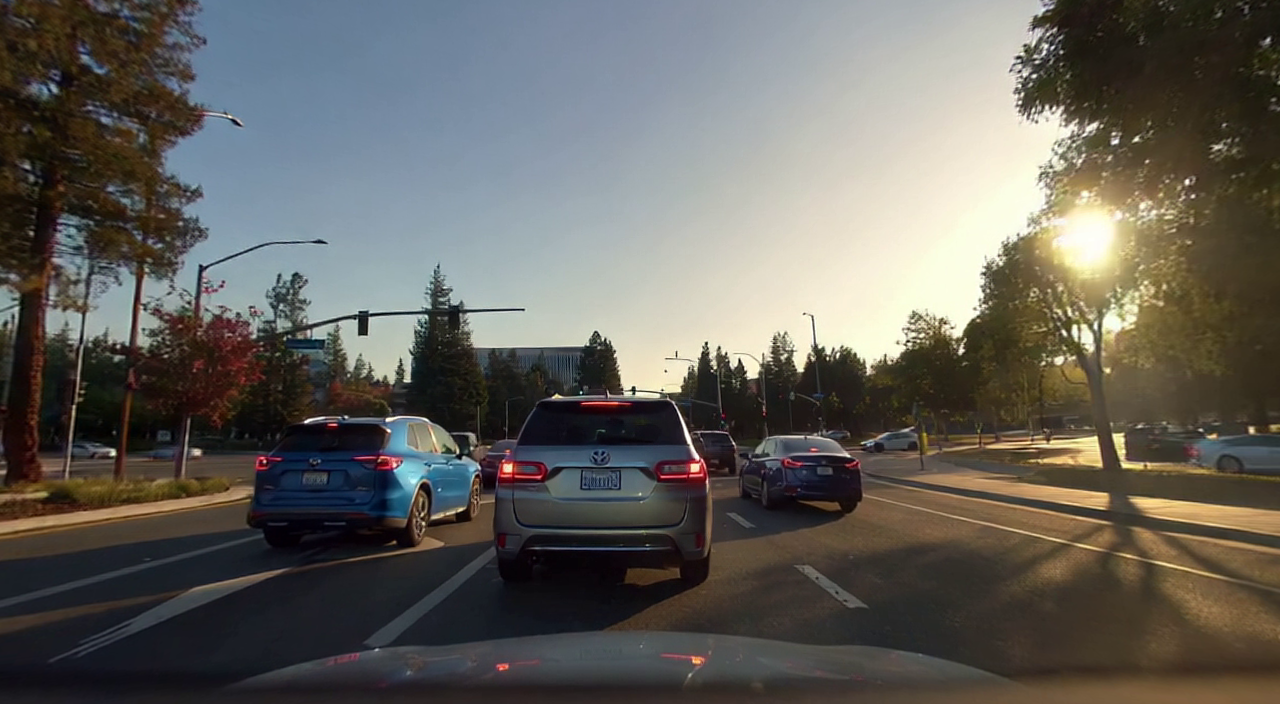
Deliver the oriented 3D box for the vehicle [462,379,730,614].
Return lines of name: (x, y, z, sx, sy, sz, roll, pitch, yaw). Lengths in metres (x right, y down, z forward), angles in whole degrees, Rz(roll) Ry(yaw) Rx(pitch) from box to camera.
vehicle: (-0.343, 1.434, 7.109, 2.064, 1.817, 4.298, 0, -8, 0)

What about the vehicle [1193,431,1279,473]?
vehicle: (23.748, 3.694, 23.466, 2.130, 1.483, 4.793, -1, -8, 4)

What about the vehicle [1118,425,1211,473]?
vehicle: (19.209, 3.535, 23.016, 4.215, 1.578, 1.892, 8, -11, -42)

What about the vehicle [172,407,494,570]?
vehicle: (-3.720, 1.747, 8.867, 2.160, 1.666, 4.583, 0, -8, 1)

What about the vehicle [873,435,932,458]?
vehicle: (19.990, 7.198, 47.924, 4.361, 1.653, 2.034, 6, -10, -35)

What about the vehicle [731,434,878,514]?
vehicle: (3.405, 2.613, 14.030, 2.121, 1.494, 4.208, 0, -8, 0)
